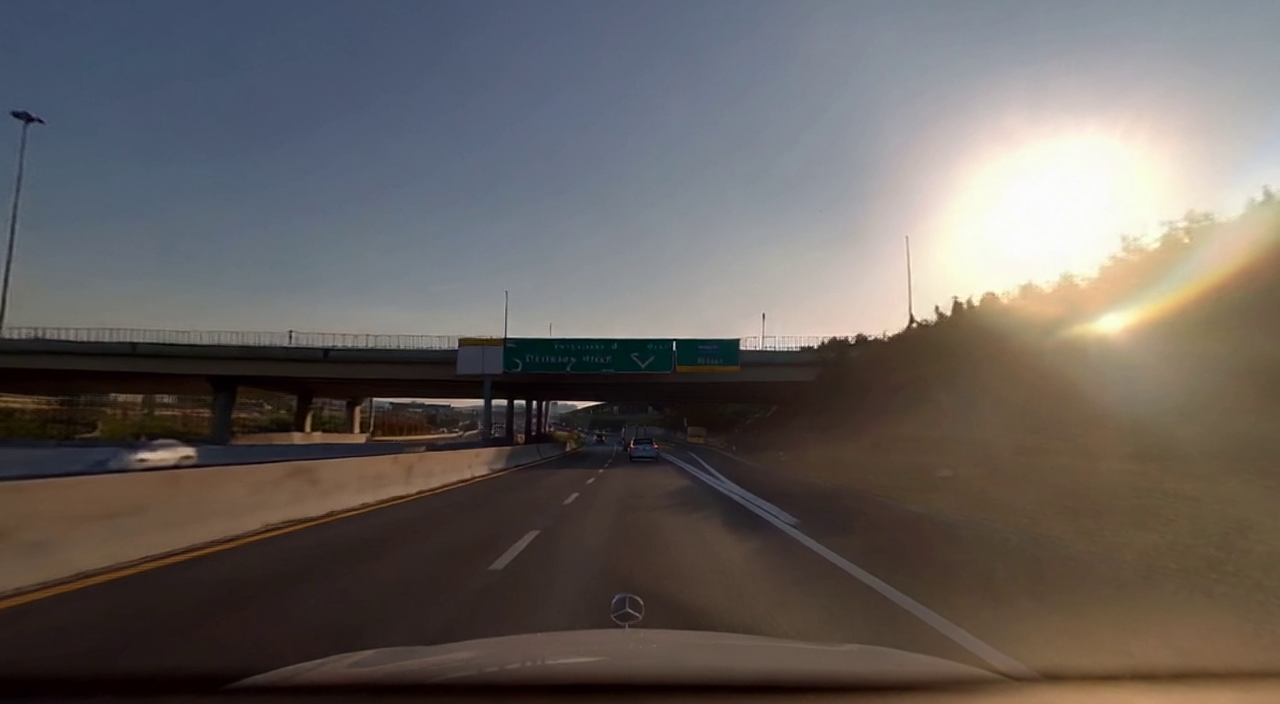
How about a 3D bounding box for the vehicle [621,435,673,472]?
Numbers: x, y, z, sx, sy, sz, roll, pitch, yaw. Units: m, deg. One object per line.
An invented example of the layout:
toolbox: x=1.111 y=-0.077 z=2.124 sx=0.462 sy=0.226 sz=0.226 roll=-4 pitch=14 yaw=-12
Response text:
vehicle: x=0.324 y=4.462 z=27.937 sx=2.130 sy=1.512 sz=4.057 roll=0 pitch=-8 yaw=0
